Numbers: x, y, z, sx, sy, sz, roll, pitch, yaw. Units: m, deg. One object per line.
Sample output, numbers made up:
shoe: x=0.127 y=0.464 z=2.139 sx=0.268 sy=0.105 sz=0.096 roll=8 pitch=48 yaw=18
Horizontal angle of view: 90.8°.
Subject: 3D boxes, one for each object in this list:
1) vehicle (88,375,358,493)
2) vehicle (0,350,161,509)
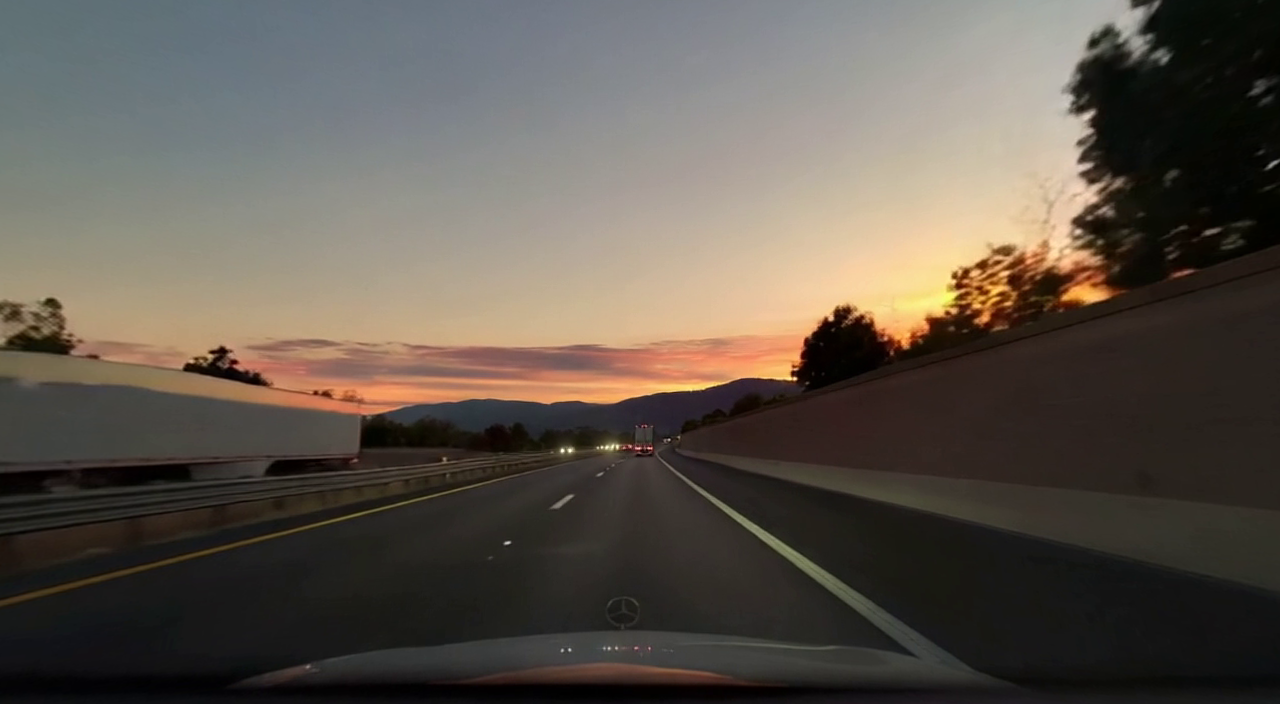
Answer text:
vehicle: x=-17.479 y=3.858 z=28.786 sx=2.840 sy=4.054 sz=14.000 roll=0 pitch=-9 yaw=0
vehicle: x=-17.457 y=1.918 z=15.668 sx=2.964 sy=3.929 sz=10.326 roll=0 pitch=-9 yaw=0
